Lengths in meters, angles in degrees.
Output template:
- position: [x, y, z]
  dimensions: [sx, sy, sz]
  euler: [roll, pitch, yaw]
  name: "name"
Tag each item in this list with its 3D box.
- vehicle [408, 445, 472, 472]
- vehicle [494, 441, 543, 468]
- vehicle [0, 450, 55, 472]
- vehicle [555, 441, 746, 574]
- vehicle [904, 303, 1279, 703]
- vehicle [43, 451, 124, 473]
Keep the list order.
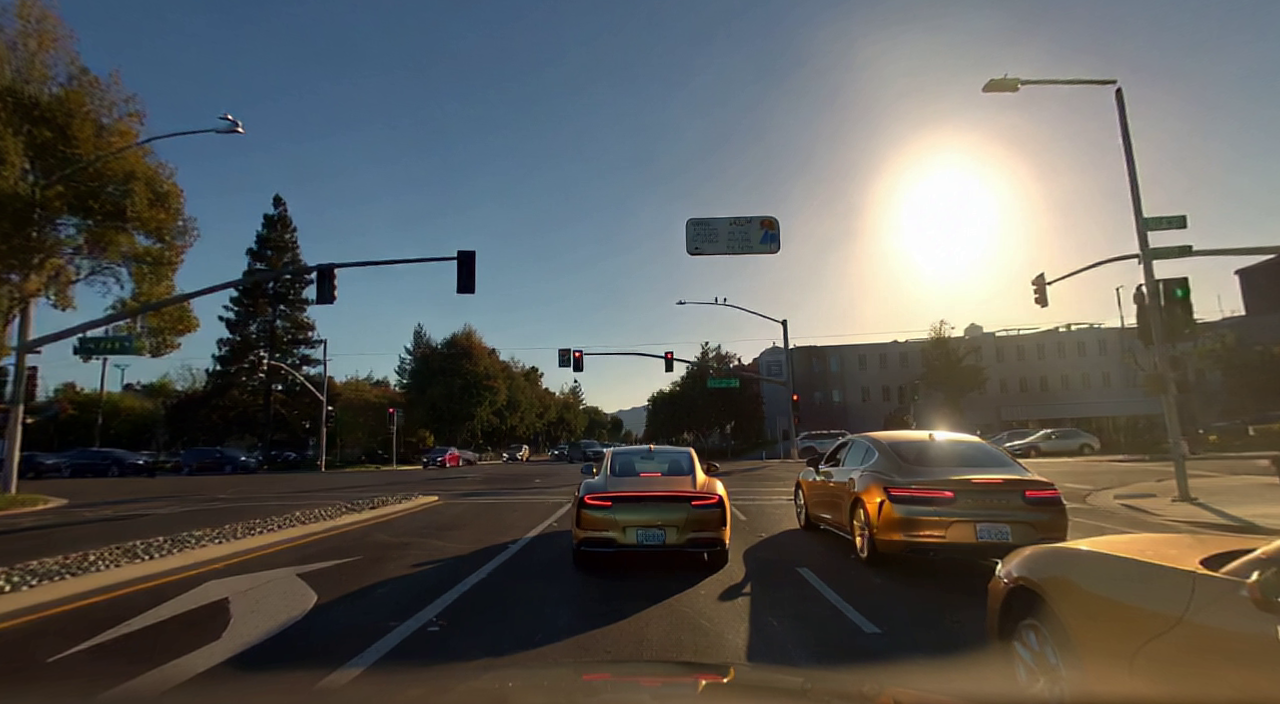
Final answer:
- position: [-11.574, 6.160, 36.818]
  dimensions: [2.053, 1.436, 4.494]
  euler: [-1, -8, 3]
  name: "vehicle"
- position: [-7.897, 6.672, 41.320]
  dimensions: [2.091, 1.651, 4.870]
  euler: [-1, -8, 2]
  name: "vehicle"
- position: [-46.149, 7.969, 46.173]
  dimensions: [4.545, 1.558, 1.833]
  euler: [0, -8, -3]
  name: "vehicle"
- position: [0.123, 1.875, 8.396]
  dimensions: [1.945, 1.343, 3.827]
  euler: [0, -8, 1]
  name: "vehicle"
- position: [3.111, 0.809, 2.528]
  dimensions: [2.143, 1.759, 4.531]
  euler: [0, -8, 0]
  name: "vehicle"
- position: [-41.293, 8.159, 46.806]
  dimensions: [4.195, 1.533, 1.752]
  euler: [0, -8, -3]
  name: "vehicle"
